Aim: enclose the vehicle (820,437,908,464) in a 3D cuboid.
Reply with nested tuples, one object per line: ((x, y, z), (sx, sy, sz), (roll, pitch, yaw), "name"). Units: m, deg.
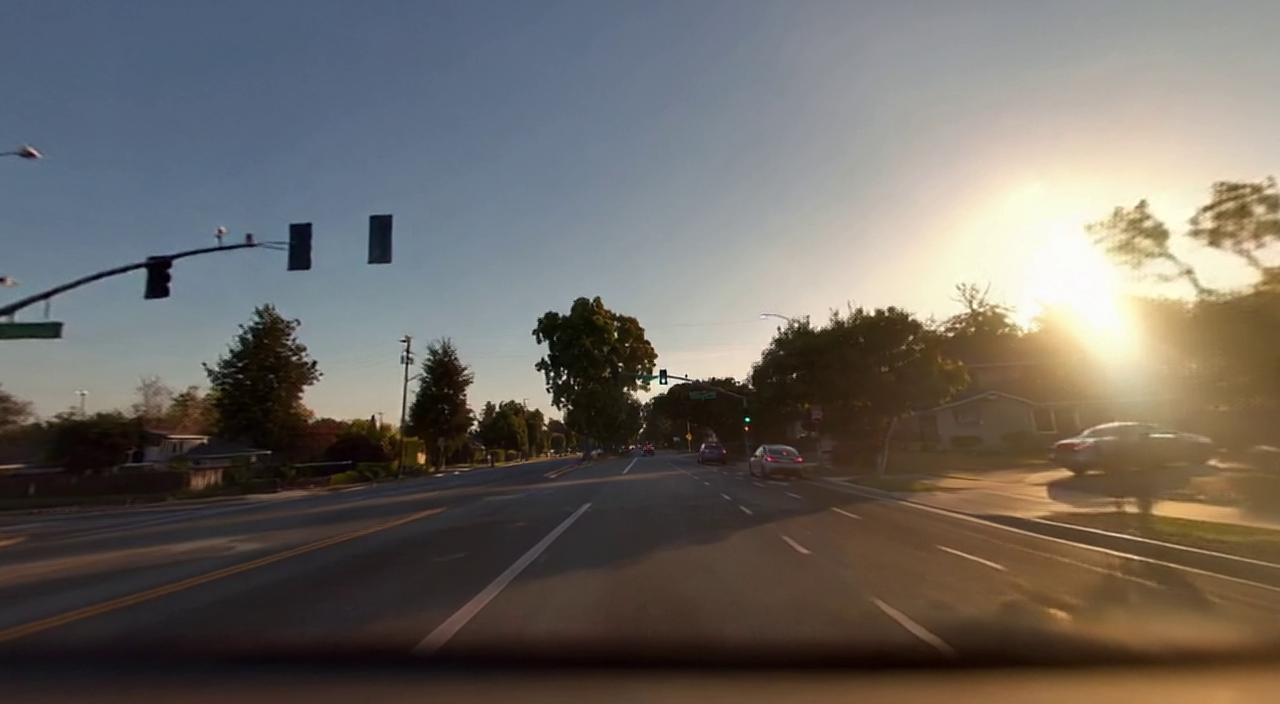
((13.011, 5.745, 36.784), (4.461, 1.461, 1.805), (0, -8, -1), "vehicle")

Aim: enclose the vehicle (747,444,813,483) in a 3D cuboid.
((5.824, 4.676, 26.817), (1.855, 1.520, 4.808), (0, -8, 2), "vehicle")

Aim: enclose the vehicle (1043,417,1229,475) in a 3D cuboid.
((14.559, 2.782, 18.700), (3.769, 1.598, 1.987), (0, -8, 1), "vehicle")
